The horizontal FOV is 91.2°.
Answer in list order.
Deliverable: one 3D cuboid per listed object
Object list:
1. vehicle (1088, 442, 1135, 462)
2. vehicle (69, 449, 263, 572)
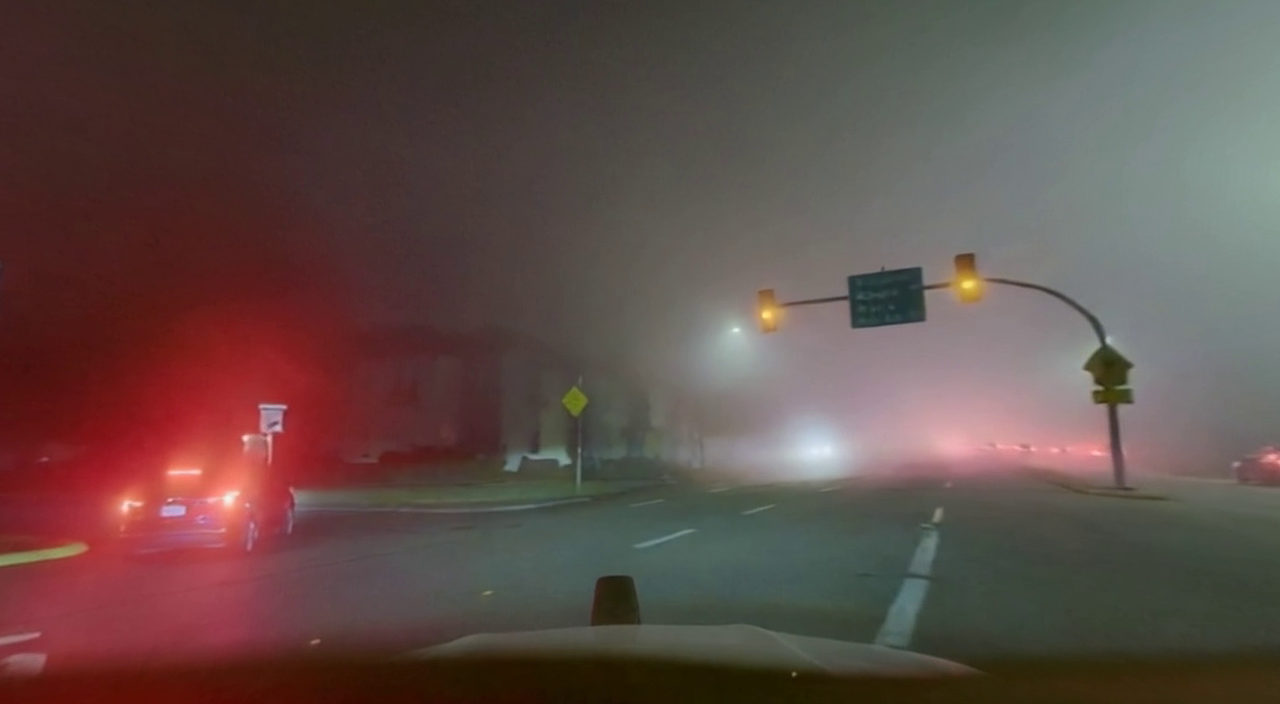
[{"bbox_3d":[36.222,7.657,48.217,1.931,1.475,4.092,-5,-10,24],"label":"vehicle"},{"bbox_3d":[-7.455,2.358,10.119,2.014,1.525,3.670,5,-11,-34],"label":"vehicle"}]
